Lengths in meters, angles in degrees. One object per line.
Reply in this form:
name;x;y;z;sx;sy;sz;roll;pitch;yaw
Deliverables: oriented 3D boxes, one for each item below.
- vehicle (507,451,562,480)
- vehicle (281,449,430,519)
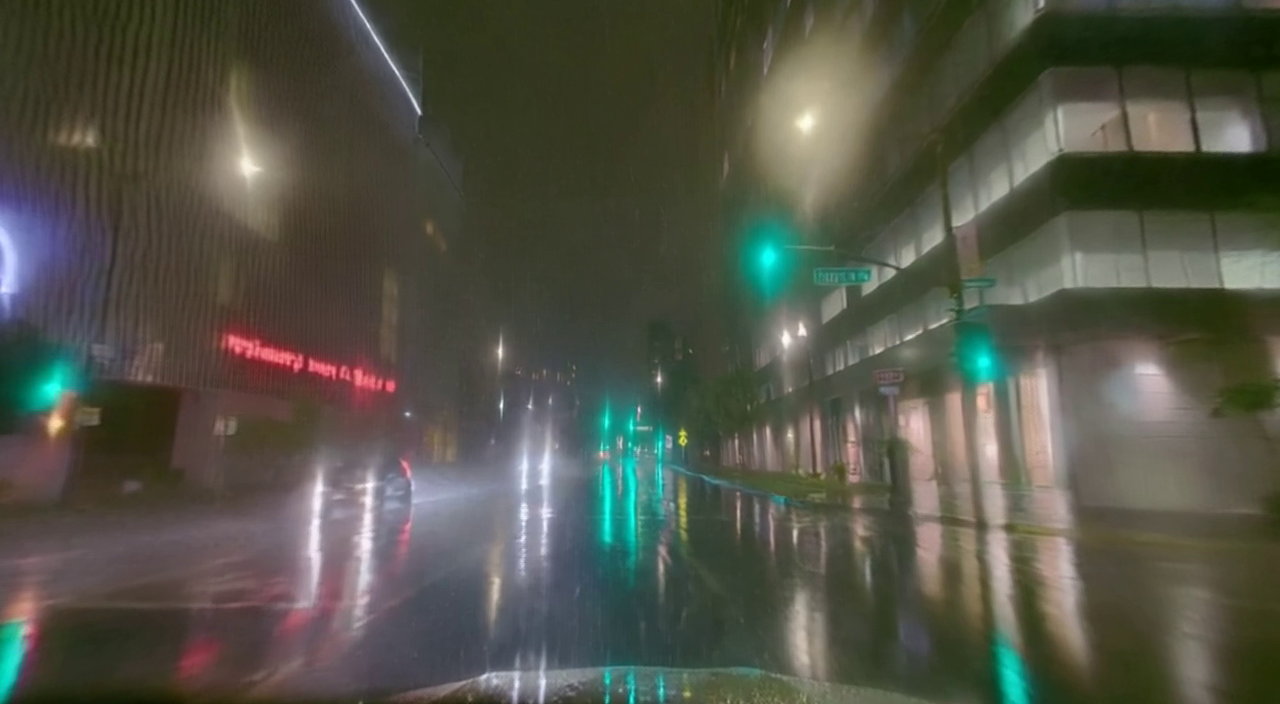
vehicle;-6.109;6.617;37.178;2.037;1.563;4.754;-1;-8;4
vehicle;-7.127;3.296;16.310;1.897;1.537;3.770;0;-8;3
